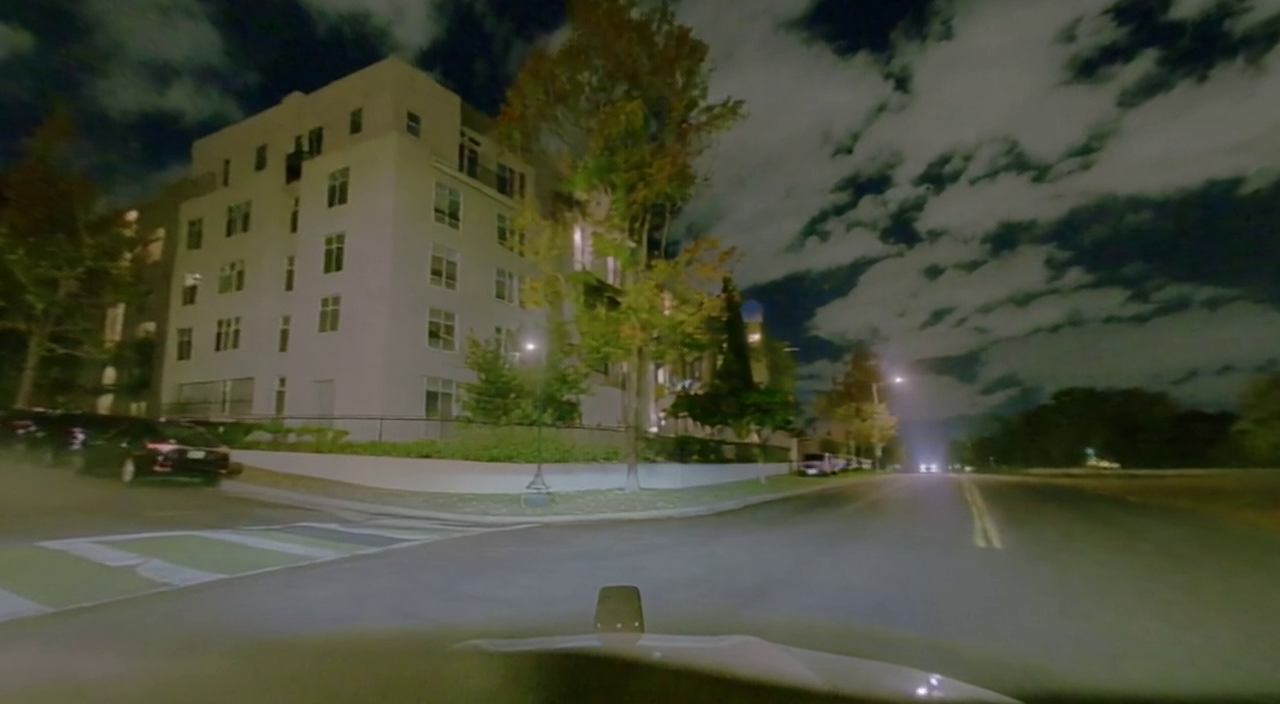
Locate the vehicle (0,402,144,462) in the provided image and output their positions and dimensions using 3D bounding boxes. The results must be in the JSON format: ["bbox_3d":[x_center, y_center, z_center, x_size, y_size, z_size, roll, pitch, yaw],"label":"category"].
[{"bbox_3d":[-15.912,2.243,17.434,4.393,1.478,1.776,-4,-10,29],"label":"vehicle"}]

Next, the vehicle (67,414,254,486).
[{"bbox_3d":[-11.105,2.244,14.578,4.322,1.436,1.827,-5,-10,30],"label":"vehicle"}]
